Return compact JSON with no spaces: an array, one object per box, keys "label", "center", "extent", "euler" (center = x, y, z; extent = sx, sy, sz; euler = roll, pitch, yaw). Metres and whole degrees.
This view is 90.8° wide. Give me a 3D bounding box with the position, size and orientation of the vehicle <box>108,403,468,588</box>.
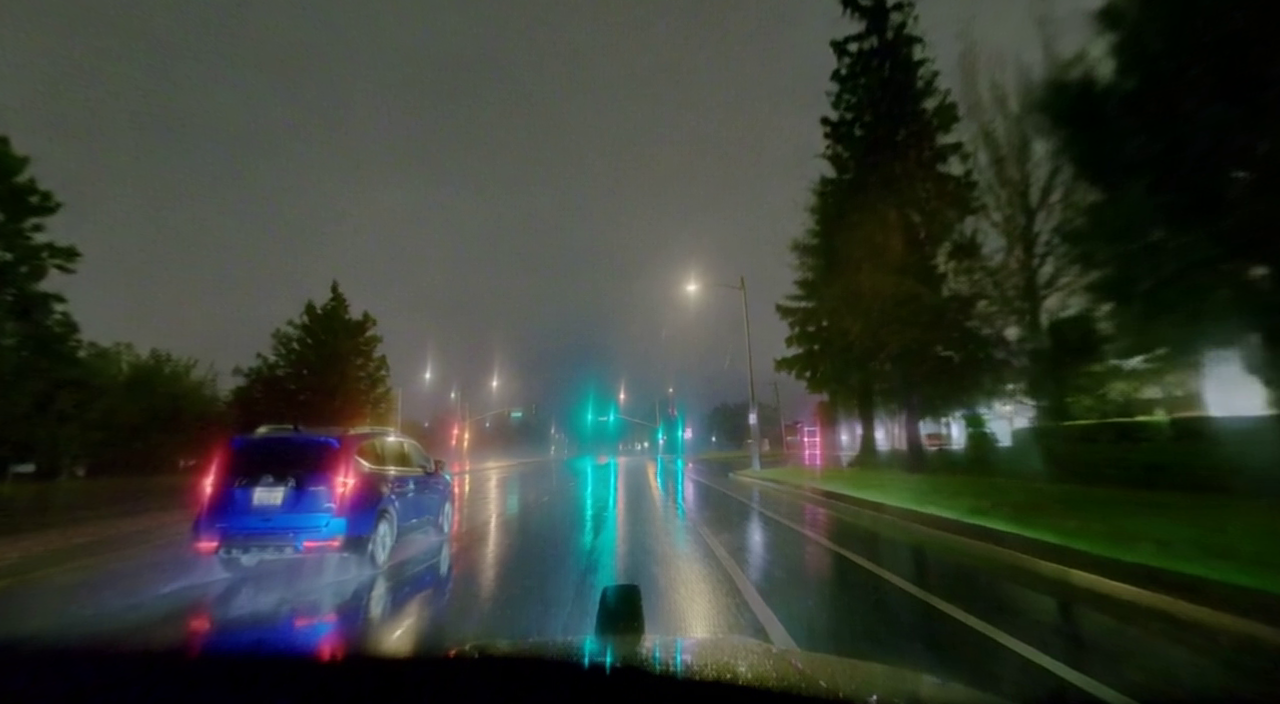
[{"label":"vehicle","center":[-3.923,1.680,8.213],"extent":[2.121,1.724,4.392],"euler":[0,-9,0]}]
